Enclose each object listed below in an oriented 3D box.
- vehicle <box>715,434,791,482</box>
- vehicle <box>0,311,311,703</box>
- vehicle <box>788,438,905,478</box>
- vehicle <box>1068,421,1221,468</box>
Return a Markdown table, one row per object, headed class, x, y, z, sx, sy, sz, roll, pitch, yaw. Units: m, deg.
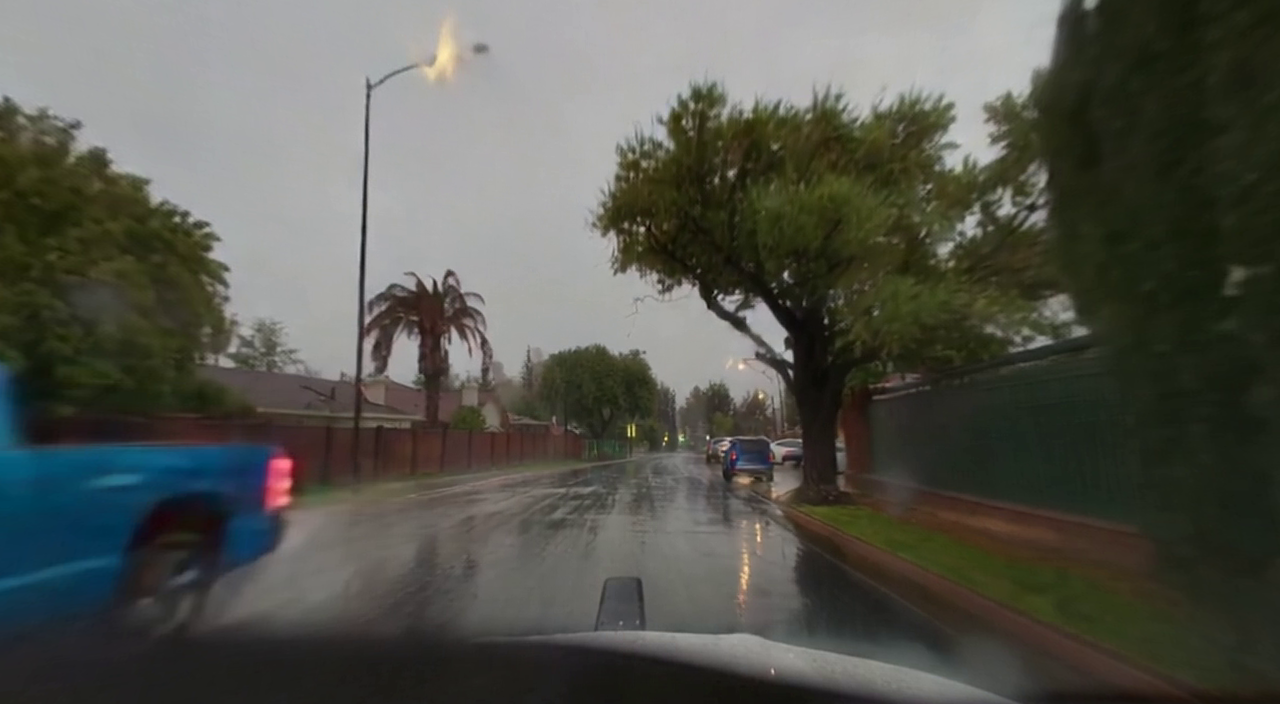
| class | x | y | z | sx | sy | sz | roll | pitch | yaw |
| --- | --- | --- | --- | --- | --- | --- | --- | --- | --- |
| vehicle | 4.228 | 4.053 | 24.424 | 2.051 | 1.676 | 4.497 | 0 | -8 | -1 |
| vehicle | -4.349 | 0.708 | 2.508 | 2.274 | 2.008 | 6.986 | 0 | -8 | 1 |
| vehicle | 8.293 | 4.255 | 25.619 | 4.057 | 1.483 | 1.828 | 0 | -7 | -2 |
| vehicle | 18.523 | 3.397 | 23.400 | 3.903 | 1.592 | 1.921 | -1 | -7 | 12 |
